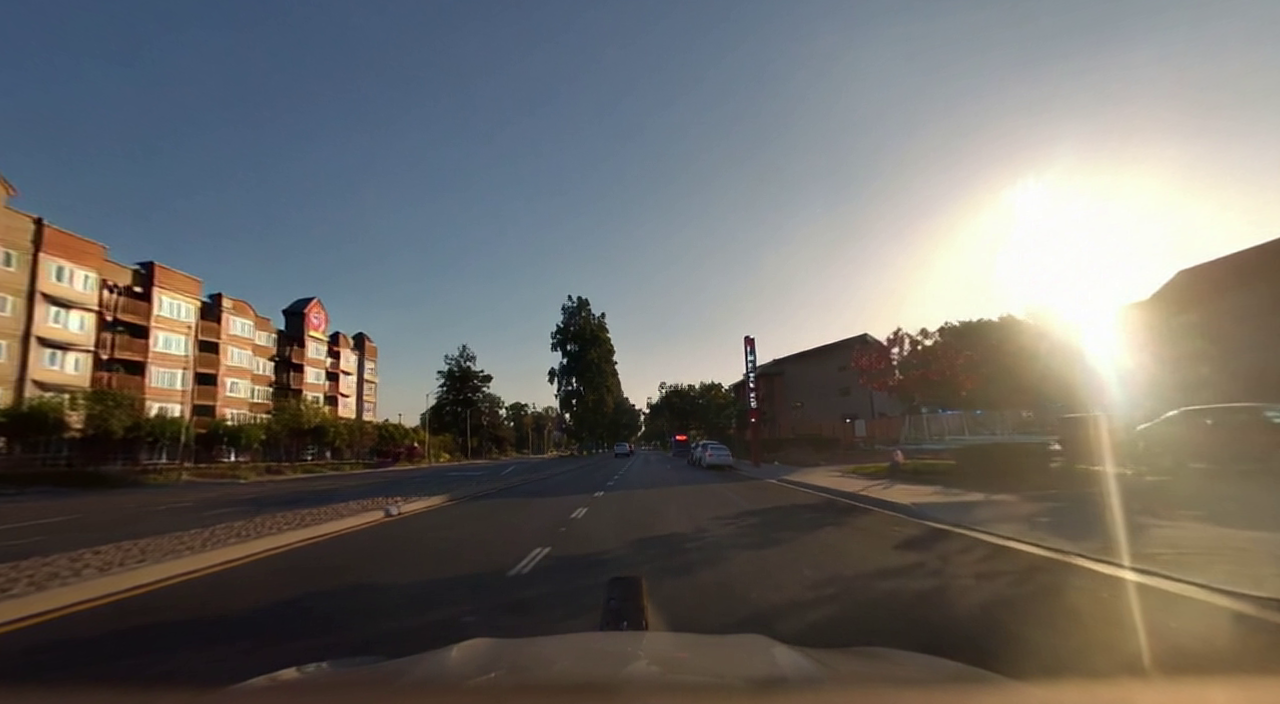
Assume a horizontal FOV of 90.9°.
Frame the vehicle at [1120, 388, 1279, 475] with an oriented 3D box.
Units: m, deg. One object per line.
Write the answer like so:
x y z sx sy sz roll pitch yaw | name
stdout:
14.850 2.011 15.606 2.202 1.822 4.978 -1 -8 4 | vehicle

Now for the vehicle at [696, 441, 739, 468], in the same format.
4.740 6.362 39.313 2.085 1.509 5.134 0 -8 1 | vehicle
